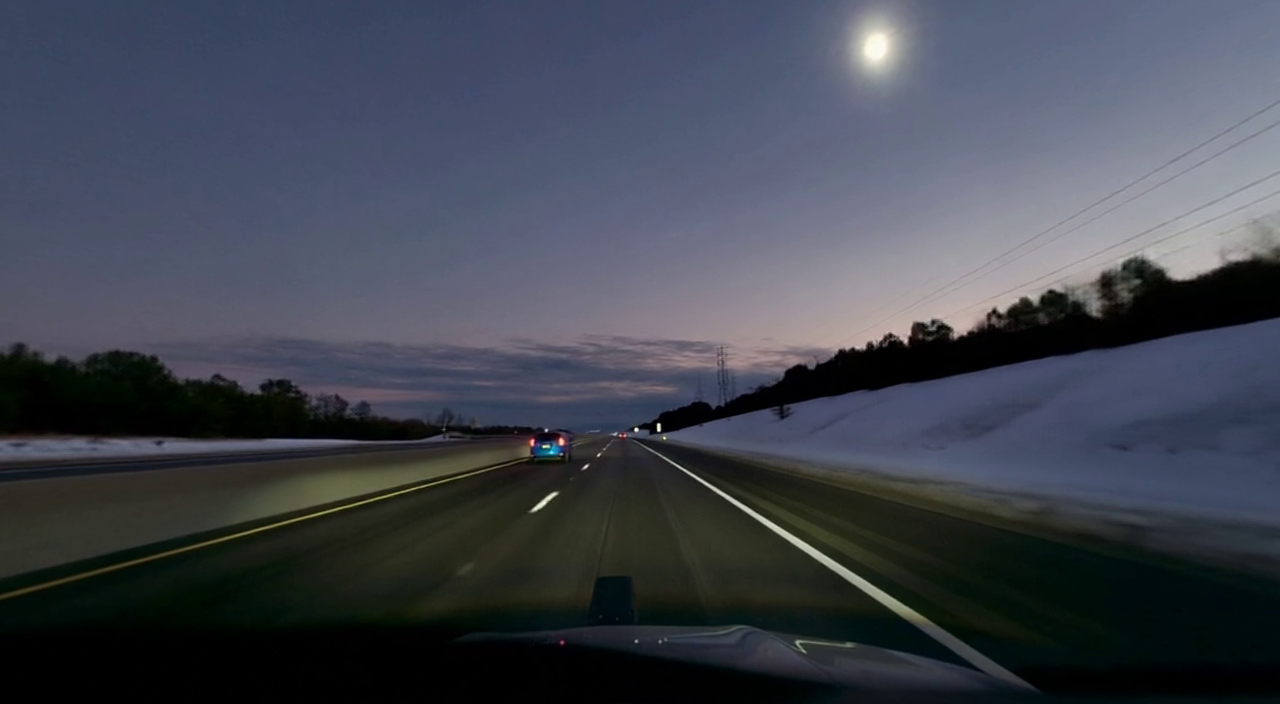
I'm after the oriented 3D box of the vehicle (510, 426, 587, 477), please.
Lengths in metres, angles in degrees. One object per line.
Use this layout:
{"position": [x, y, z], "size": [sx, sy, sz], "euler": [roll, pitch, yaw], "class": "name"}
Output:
{"position": [-2.928, 3.282, 20.995], "size": [1.999, 1.536, 3.969], "euler": [0, -8, 0], "class": "vehicle"}
